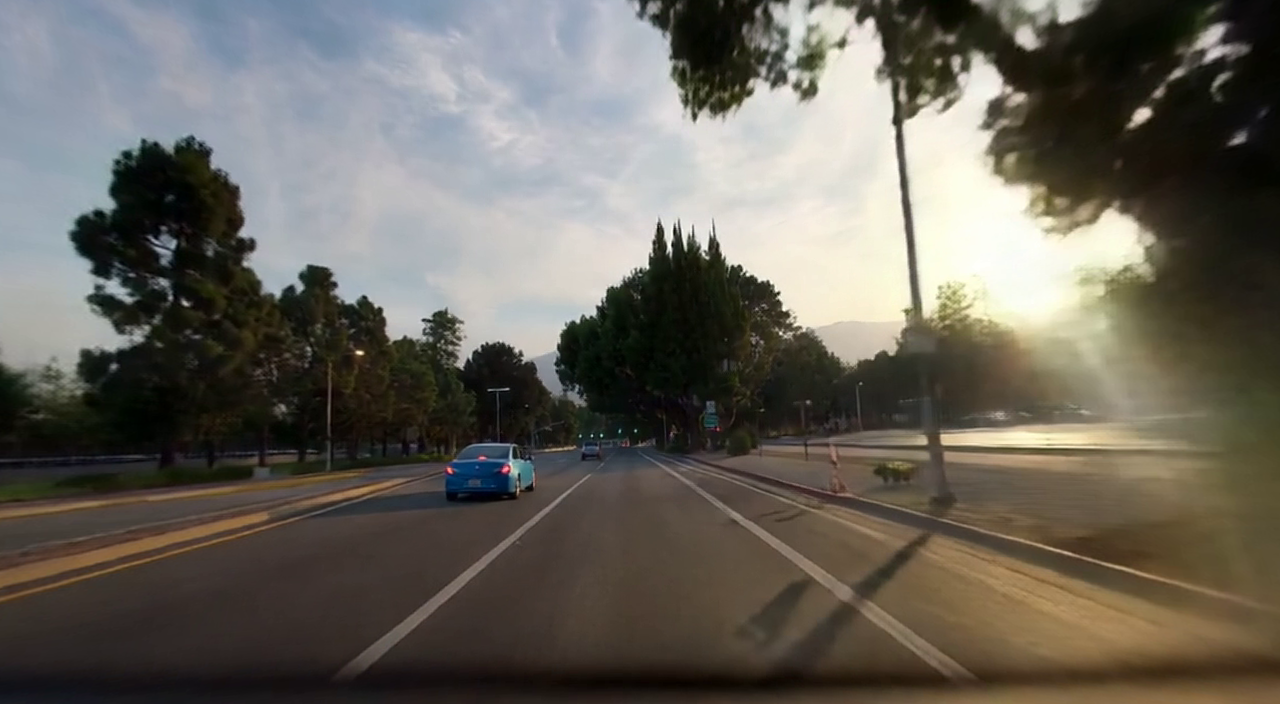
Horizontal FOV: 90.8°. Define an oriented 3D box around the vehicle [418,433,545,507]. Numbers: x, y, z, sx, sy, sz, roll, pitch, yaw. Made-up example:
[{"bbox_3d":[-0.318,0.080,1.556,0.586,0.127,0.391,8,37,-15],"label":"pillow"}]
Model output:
[{"bbox_3d":[-3.525,2.675,14.888,1.964,1.472,4.078,0,-8,-1],"label":"vehicle"}]
